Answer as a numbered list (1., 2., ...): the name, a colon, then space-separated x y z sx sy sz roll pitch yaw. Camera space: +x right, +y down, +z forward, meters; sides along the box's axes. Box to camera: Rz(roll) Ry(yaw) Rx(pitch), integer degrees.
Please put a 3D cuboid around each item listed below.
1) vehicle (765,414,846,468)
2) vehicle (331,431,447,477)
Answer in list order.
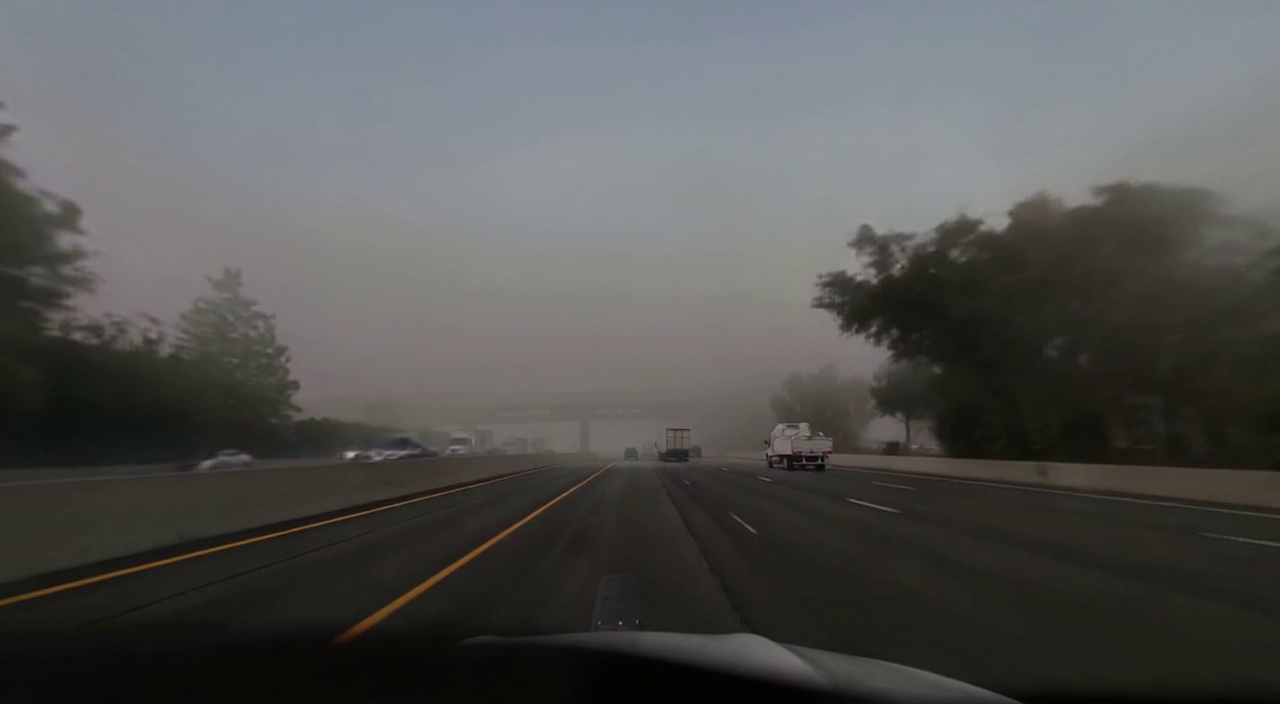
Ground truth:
1. vehicle: 11.175 6.230 43.894 2.912 3.293 9.588 0 -9 -1
2. vehicle: -10.100 4.186 26.094 2.470 1.699 5.547 0 -9 1
